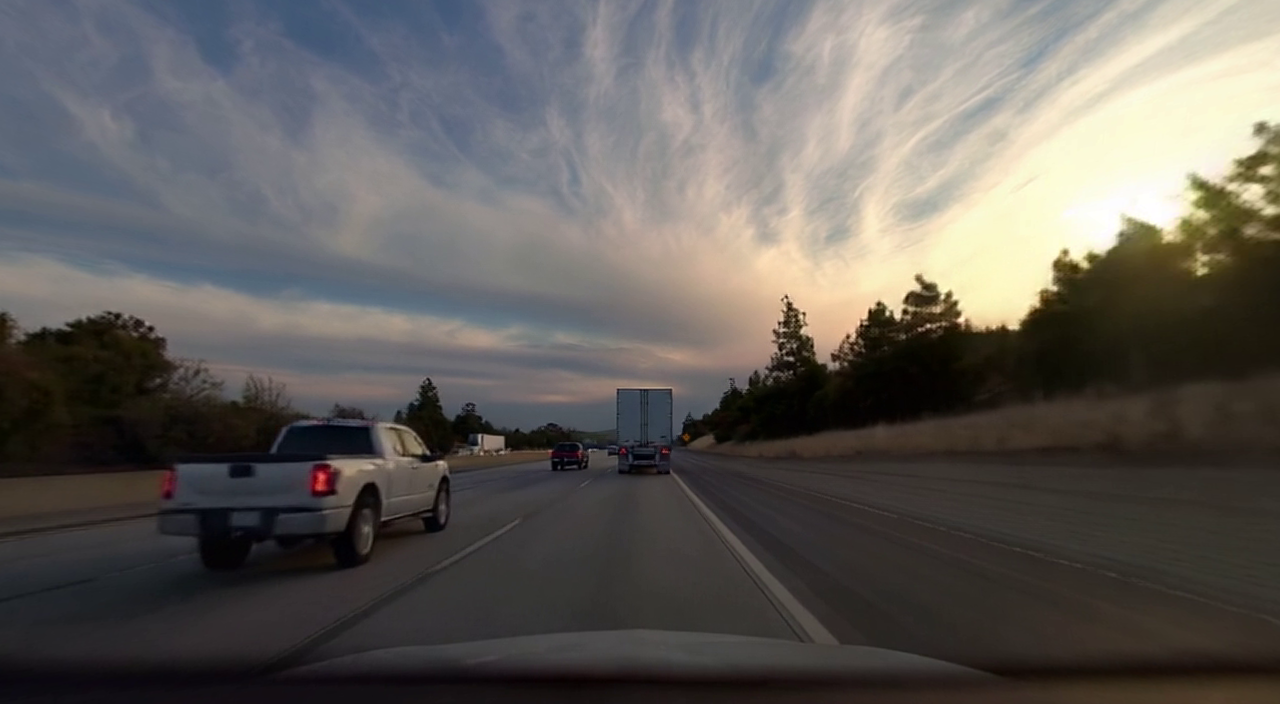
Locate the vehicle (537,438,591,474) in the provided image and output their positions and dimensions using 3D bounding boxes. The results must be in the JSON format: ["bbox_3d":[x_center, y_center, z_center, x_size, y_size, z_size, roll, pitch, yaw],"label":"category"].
[{"bbox_3d":[-4.121,5.751,35.064,2.285,1.833,4.984,0,-9,1],"label":"vehicle"}]

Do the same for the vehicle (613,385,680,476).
[{"bbox_3d":[0.260,4.440,34.581,3.052,4.132,11.336,0,-9,0],"label":"vehicle"}]

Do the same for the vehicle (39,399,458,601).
[{"bbox_3d":[-4.130,1.658,8.009,2.140,1.750,4.901,0,-9,0],"label":"vehicle"}]
